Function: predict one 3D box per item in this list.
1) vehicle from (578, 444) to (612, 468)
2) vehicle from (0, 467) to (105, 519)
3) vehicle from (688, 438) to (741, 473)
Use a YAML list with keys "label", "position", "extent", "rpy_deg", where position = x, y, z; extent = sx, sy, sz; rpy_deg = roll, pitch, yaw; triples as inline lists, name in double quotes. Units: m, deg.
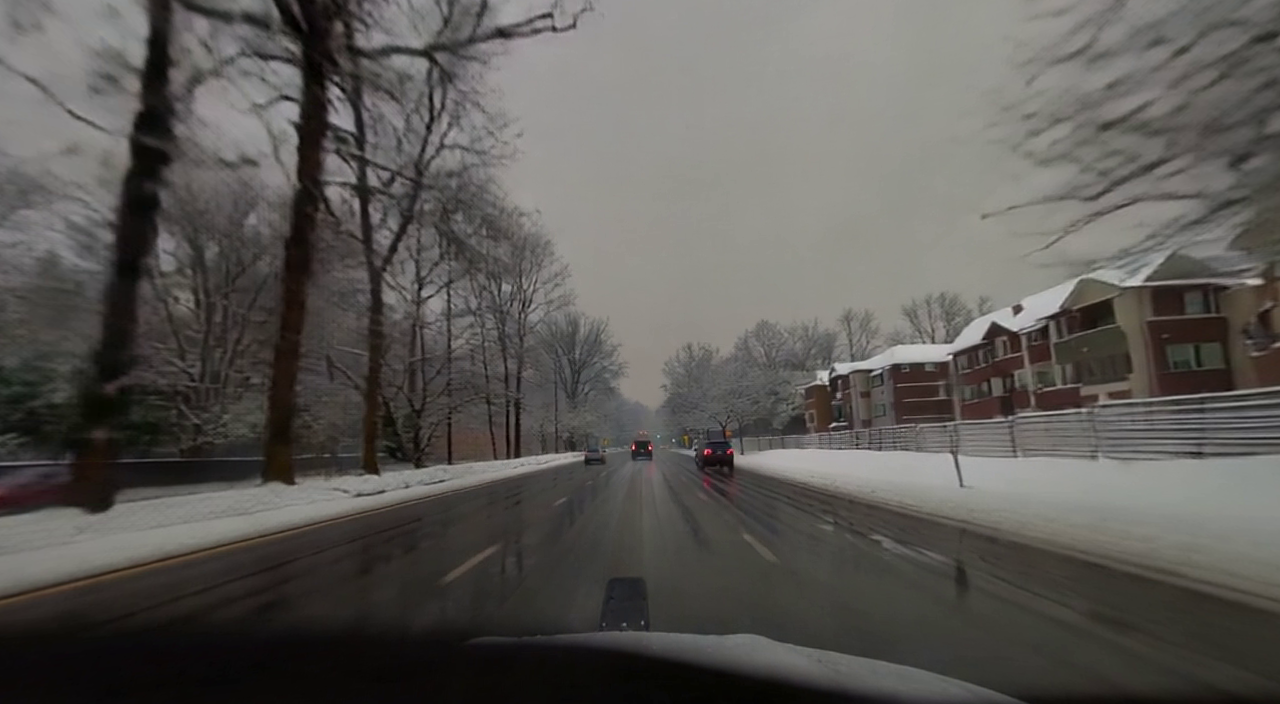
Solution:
- label: "vehicle"
  position: [-2.981, 6.961, 42.392]
  extent: [1.940, 1.473, 4.133]
  rpy_deg: [0, -9, 1]
- label: "vehicle"
  position: [-21.088, 4.683, 21.037]
  extent: [1.960, 1.492, 5.090]
  rpy_deg: [0, -9, 1]
- label: "vehicle"
  position: [3.831, 5.400, 33.069]
  extent: [2.182, 1.688, 4.187]
  rpy_deg: [0, -9, -1]
